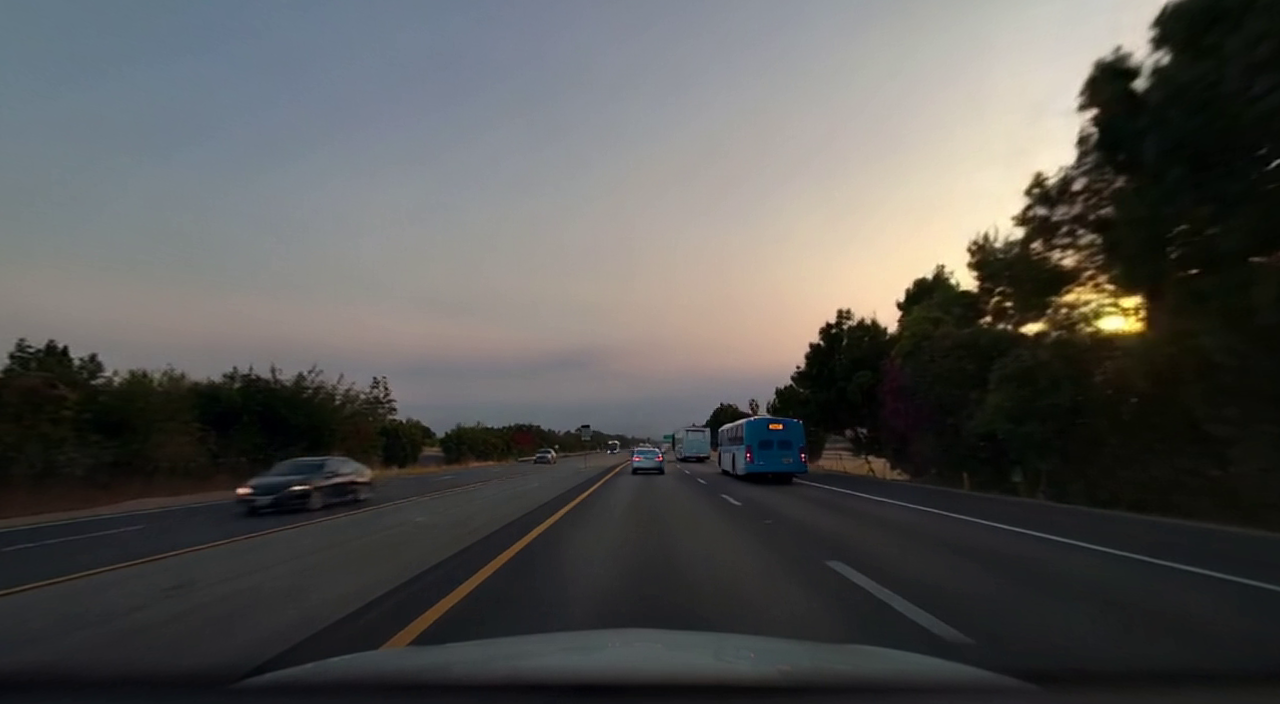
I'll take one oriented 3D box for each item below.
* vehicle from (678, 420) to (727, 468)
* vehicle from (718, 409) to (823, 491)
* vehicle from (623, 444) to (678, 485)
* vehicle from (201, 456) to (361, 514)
[{"bbox_3d":[4.661,7.102,48.617,2.883,3.358,7.942,0,-9,-1],"label":"vehicle"},{"bbox_3d":[4.436,3.523,22.702,2.440,2.555,5.957,0,-9,-1],"label":"vehicle"},{"bbox_3d":[0.382,4.358,24.663,2.004,1.449,3.817,0,-9,0],"label":"vehicle"},{"bbox_3d":[-10.466,3.881,18.858,2.076,1.459,4.477,0,-9,1],"label":"vehicle"}]
